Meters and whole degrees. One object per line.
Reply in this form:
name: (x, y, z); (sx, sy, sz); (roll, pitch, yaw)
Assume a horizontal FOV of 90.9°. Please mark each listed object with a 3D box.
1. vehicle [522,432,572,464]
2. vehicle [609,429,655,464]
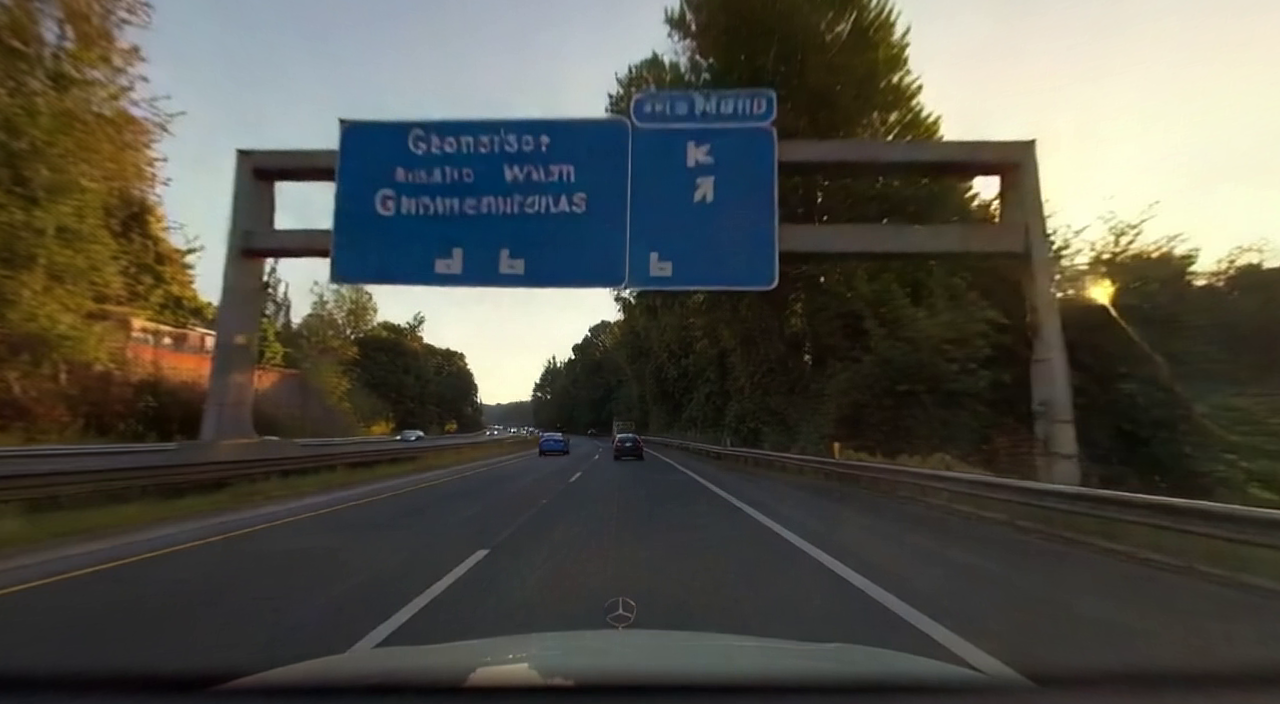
vehicle: (-4.716, 4.880, 32.378); (1.975, 1.518, 4.242); (0, -8, -1)
vehicle: (-0.468, 4.749, 31.767); (2.162, 1.616, 4.242); (0, -8, -2)
